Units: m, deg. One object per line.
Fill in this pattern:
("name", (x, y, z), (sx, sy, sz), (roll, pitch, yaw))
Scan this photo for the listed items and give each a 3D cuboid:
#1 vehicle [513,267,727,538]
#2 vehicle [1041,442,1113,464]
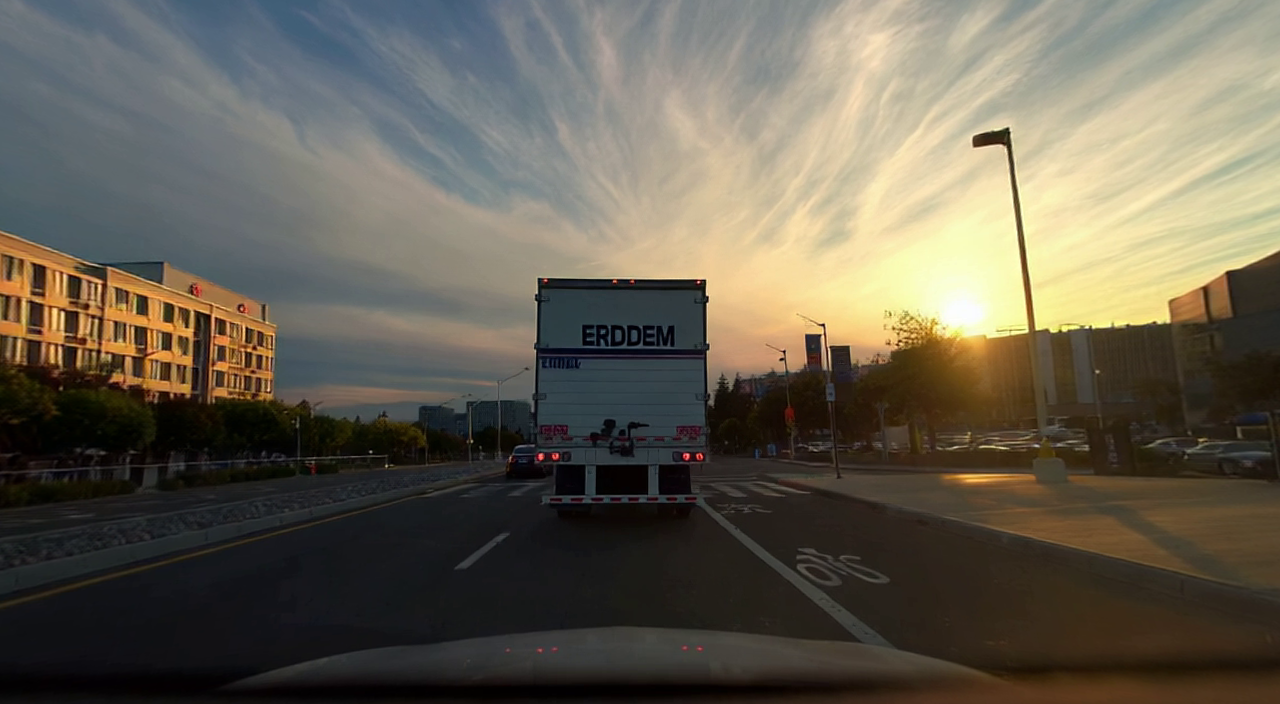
("vehicle", (-0.215, 1.276, 13.339), (2.876, 3.724, 9.351), (0, -8, 1))
("vehicle", (31.358, 7.224, 45.164), (1.652, 1.423, 3.797), (5, -9, -36))
